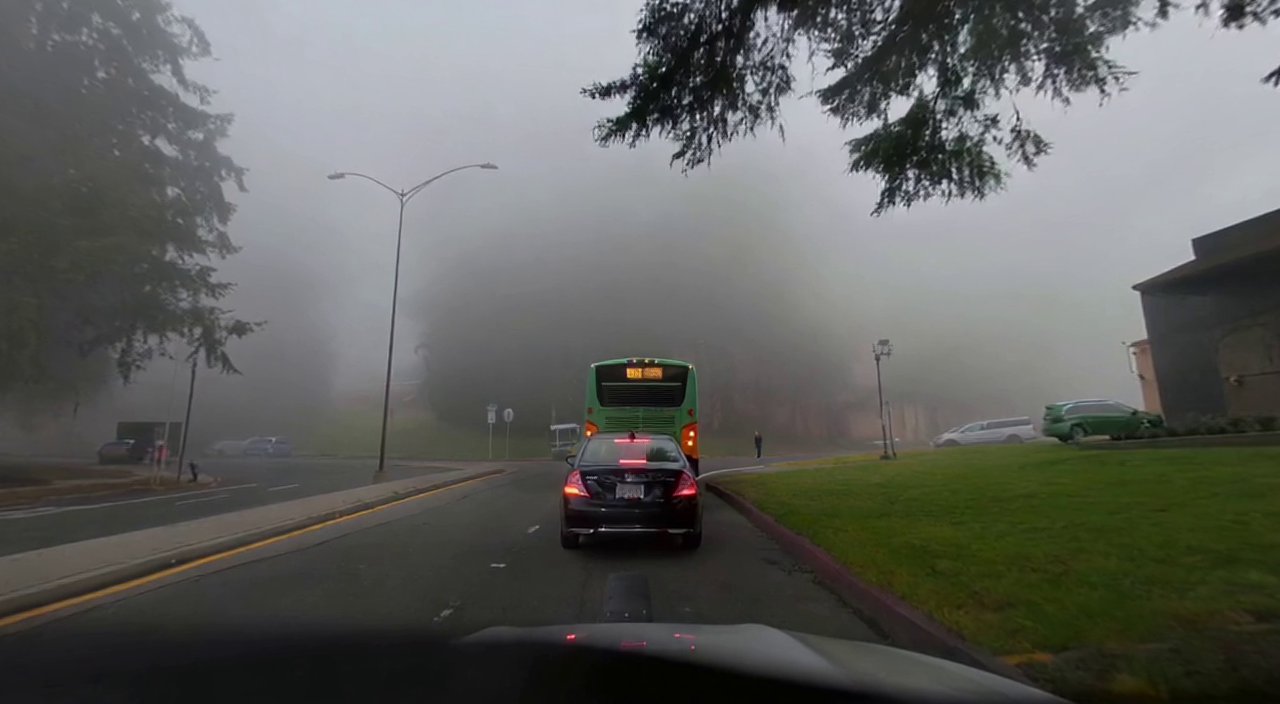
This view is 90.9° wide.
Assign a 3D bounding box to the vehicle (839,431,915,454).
[{"bbox_3d":[15.781,6.017,42.021,4.422,1.457,1.882,-5,-10,29],"label":"vehicle"}]

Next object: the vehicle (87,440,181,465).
[{"bbox_3d":[-32.003,6.343,39.956,4.473,1.442,1.743,7,-11,-38],"label":"vehicle"}]

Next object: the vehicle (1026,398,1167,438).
[{"bbox_3d":[18.499,2.752,25.658,4.359,1.458,1.781,-8,-11,42],"label":"vehicle"}]

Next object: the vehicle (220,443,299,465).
[{"bbox_3d":[-25.899,6.920,43.073,4.403,1.422,1.697,4,-9,-26],"label":"vehicle"}]

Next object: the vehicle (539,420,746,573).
[{"bbox_3d":[0.046,1.704,8.192,2.020,1.478,3.922,0,-8,1],"label":"vehicle"}]
